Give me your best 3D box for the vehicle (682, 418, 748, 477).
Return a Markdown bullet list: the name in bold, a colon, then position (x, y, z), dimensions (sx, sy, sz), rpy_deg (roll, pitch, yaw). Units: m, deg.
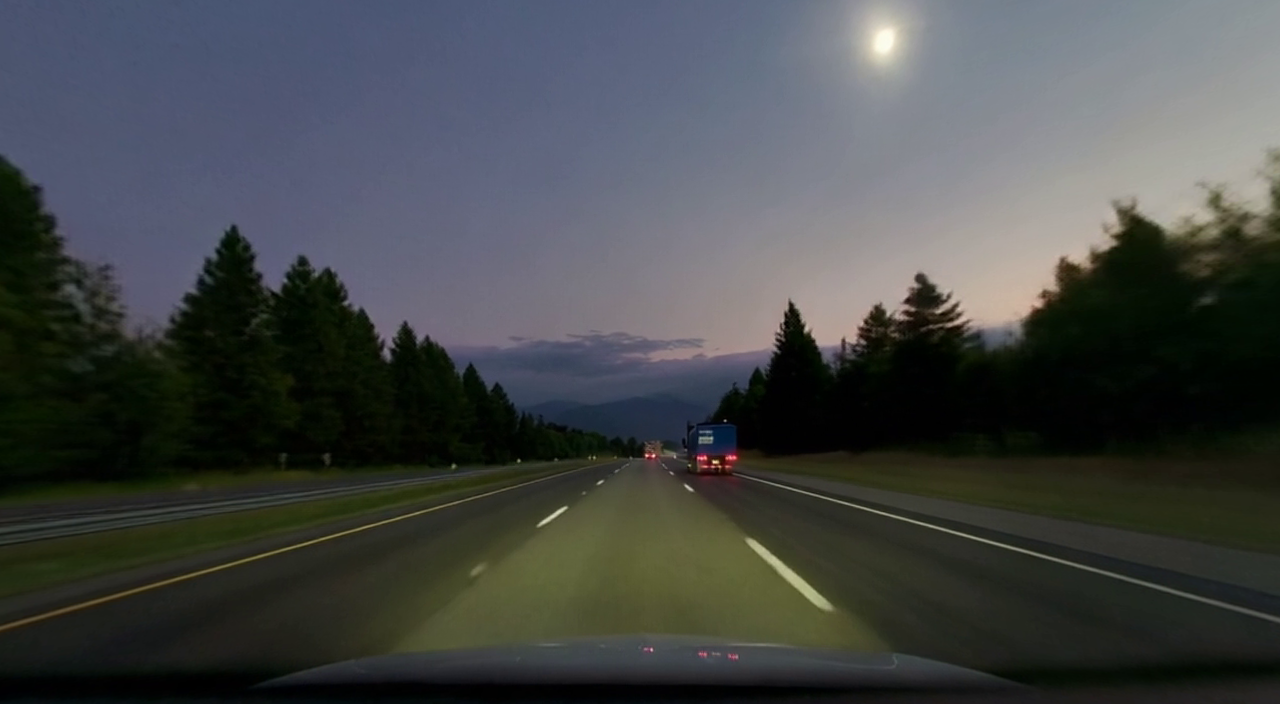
- **vehicle**: position (3.761, 5.010, 32.983), dimensions (2.572, 2.795, 5.978), rpy_deg (0, -9, -1)
